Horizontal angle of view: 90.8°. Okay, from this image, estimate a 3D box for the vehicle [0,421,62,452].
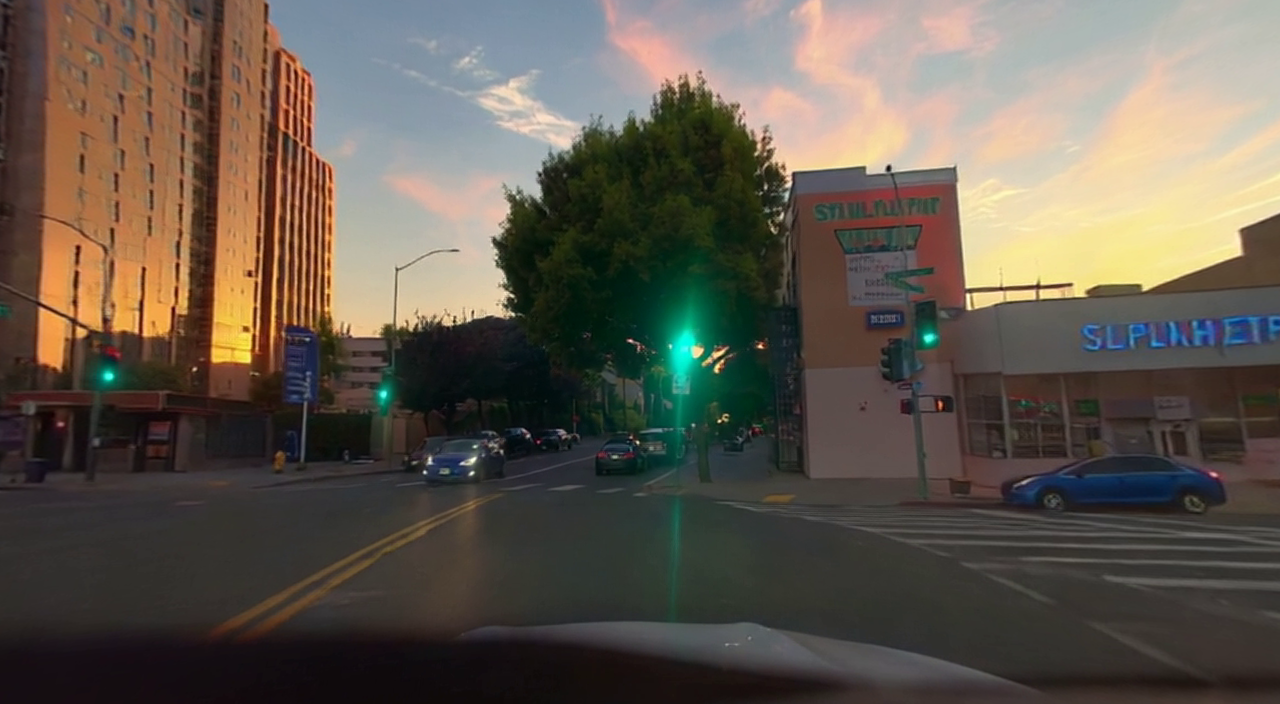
[{"bbox_3d":[-32.678,4.343,32.465,1.699,1.539,4.060,-2,-8,8],"label":"vehicle"}]

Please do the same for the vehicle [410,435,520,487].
[{"bbox_3d":[-5.524,3.495,20.658,2.119,1.485,4.472,-1,-8,3],"label":"vehicle"}]

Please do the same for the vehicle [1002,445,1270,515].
[{"bbox_3d":[11.157,2.890,14.552,4.426,1.446,1.795,-2,-8,9],"label":"vehicle"}]

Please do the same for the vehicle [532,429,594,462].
[{"bbox_3d":[-4.243,5.292,35.848,2.181,1.723,4.692,-2,-8,10],"label":"vehicle"}]

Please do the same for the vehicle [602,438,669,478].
[{"bbox_3d":[-0.078,4.298,25.972,1.892,1.481,4.365,-2,-8,11],"label":"vehicle"}]
